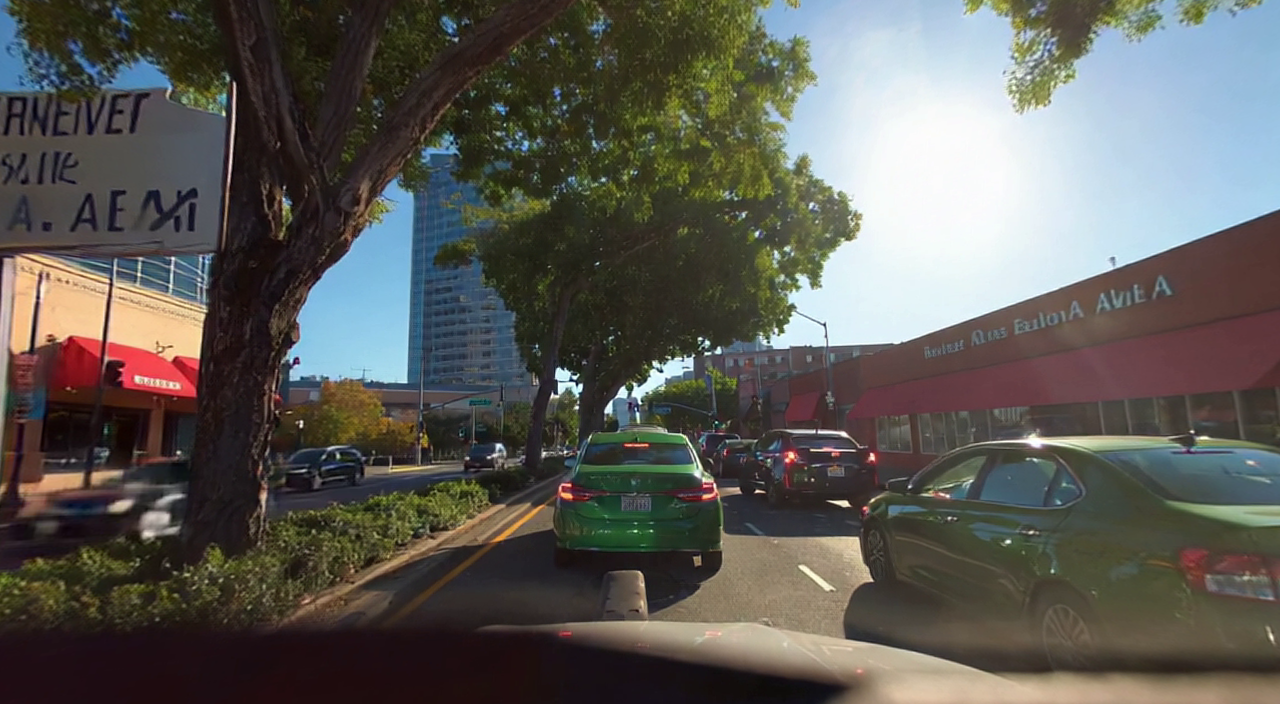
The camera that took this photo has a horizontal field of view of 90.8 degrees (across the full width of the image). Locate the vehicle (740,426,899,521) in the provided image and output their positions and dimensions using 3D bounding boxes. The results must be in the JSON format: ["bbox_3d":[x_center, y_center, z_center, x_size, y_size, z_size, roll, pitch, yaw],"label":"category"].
[{"bbox_3d":[3.533,2.479,13.423,2.025,1.660,4.263,0,-9,-1],"label":"vehicle"}]

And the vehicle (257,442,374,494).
[{"bbox_3d":[-12.048,4.310,23.861,2.004,1.732,4.530,0,-9,0],"label":"vehicle"}]

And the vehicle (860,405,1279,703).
[{"bbox_3d":[3.312,1.252,4.487,1.988,1.480,4.195,0,-9,0],"label":"vehicle"}]

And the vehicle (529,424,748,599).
[{"bbox_3d":[-0.022,1.652,7.303,1.887,1.487,3.535,0,-9,0],"label":"vehicle"}]

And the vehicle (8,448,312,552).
[{"bbox_3d":[-7.929,2.432,11.131,1.991,1.433,4.261,0,-9,0],"label":"vehicle"}]

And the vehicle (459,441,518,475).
[{"bbox_3d":[-8.110,5.719,34.243,2.079,1.695,4.374,0,-9,0],"label":"vehicle"}]
